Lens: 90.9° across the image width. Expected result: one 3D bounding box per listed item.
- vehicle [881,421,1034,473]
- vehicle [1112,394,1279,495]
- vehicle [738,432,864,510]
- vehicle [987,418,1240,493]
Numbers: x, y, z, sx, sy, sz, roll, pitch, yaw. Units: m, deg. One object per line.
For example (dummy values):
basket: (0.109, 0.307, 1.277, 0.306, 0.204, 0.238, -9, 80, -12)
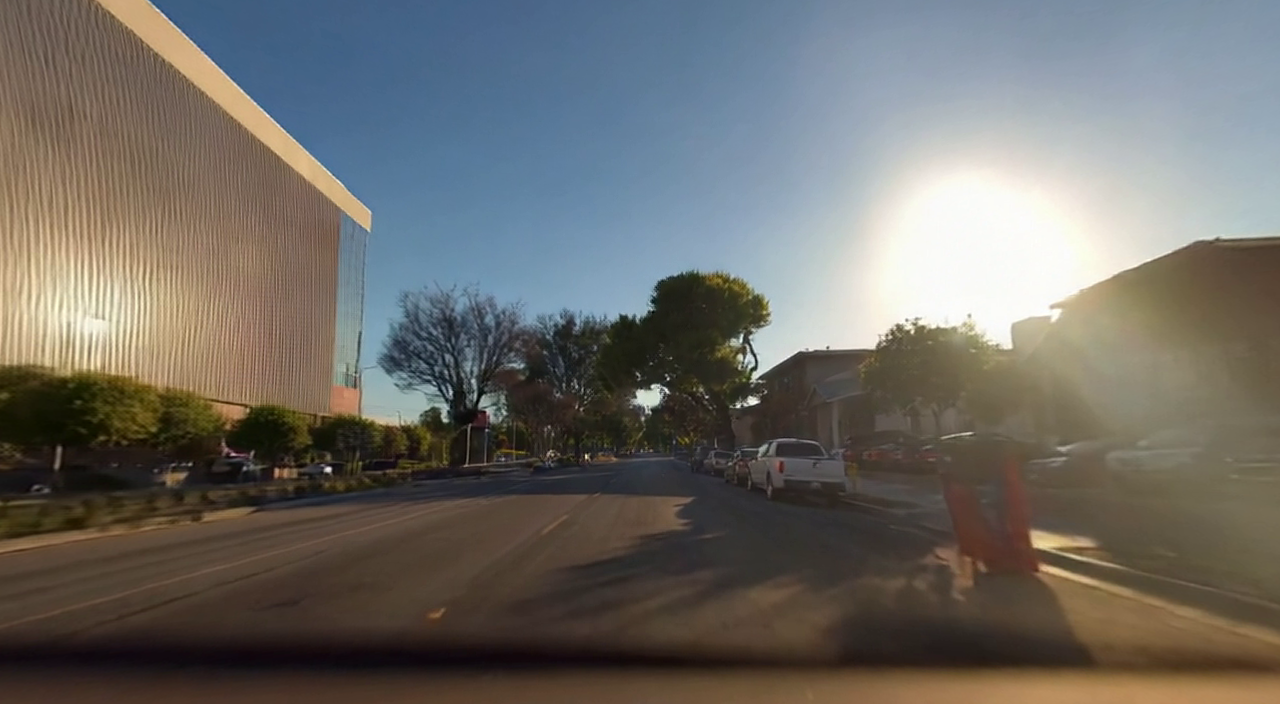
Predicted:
vehicle: (12.173, 3.708, 24.495, 4.778, 1.520, 2.020, -6, -9, 7)
vehicle: (12.417, 1.777, 12.761, 4.067, 1.732, 1.983, -3, -8, -5)
vehicle: (4.126, 3.148, 17.201, 2.078, 1.771, 5.174, 0, -8, 0)
vehicle: (11.490, 2.530, 15.511, 4.746, 1.332, 1.793, -4, -9, -2)
